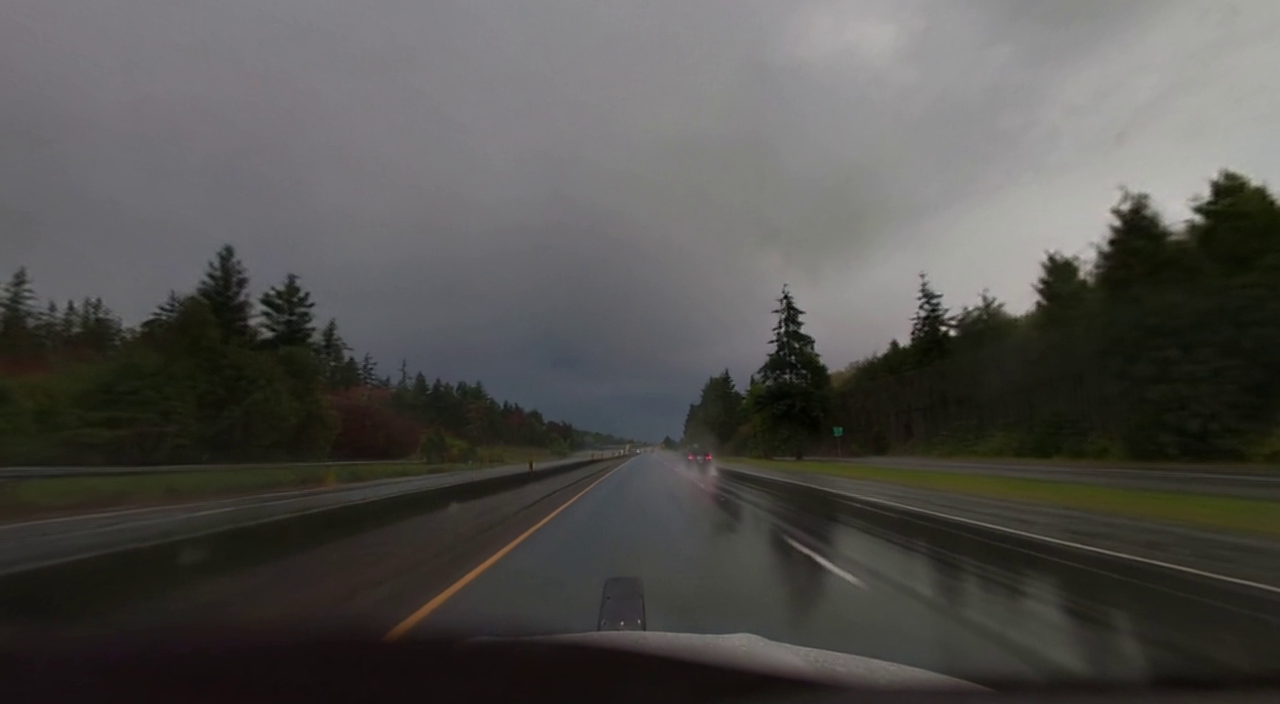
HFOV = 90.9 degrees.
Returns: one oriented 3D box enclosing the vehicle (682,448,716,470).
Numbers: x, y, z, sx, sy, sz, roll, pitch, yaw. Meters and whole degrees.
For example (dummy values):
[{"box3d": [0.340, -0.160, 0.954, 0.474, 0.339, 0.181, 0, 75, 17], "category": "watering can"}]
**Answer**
[{"box3d": [4.231, 7.755, 45.801, 1.984, 1.481, 4.376, 0, -9, 0], "category": "vehicle"}]
